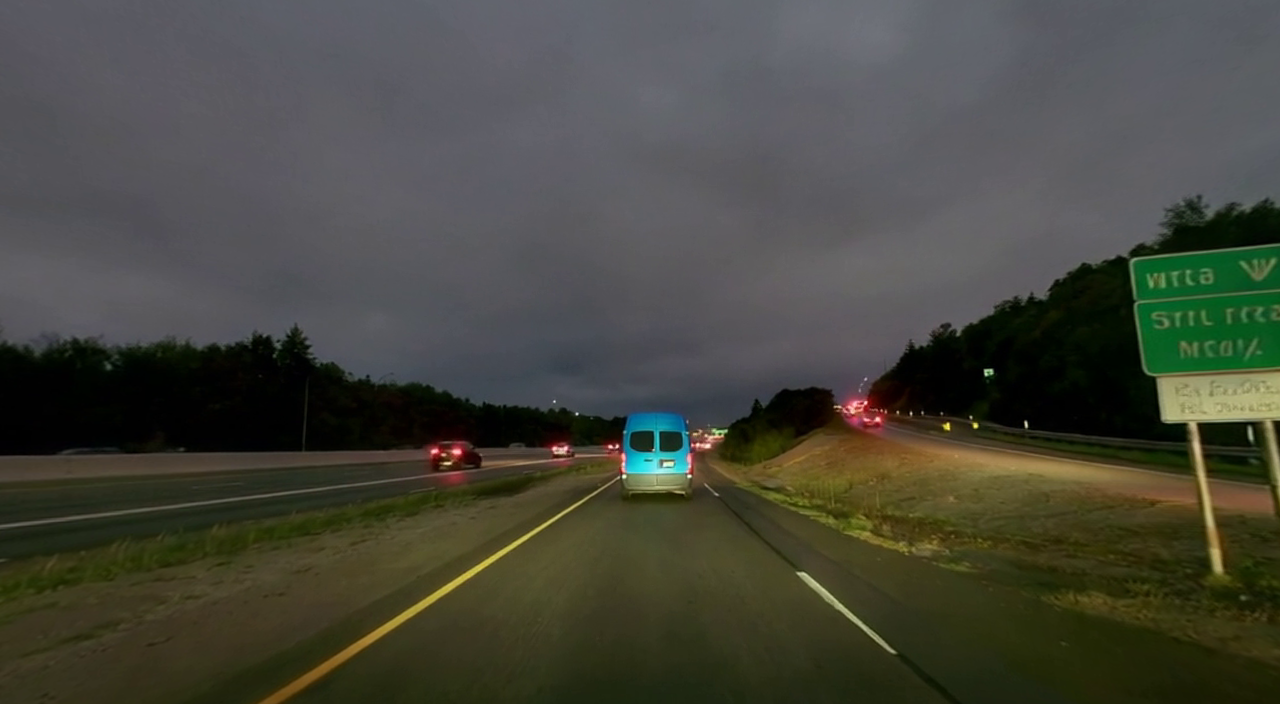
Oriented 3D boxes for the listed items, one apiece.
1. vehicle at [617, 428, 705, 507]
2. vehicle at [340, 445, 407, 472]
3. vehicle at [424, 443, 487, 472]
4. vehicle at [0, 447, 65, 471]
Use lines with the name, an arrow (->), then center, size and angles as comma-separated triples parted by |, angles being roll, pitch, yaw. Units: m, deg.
vehicle -> 0.504, 3.048, 17.107 | 2.043, 1.821, 4.558 | 0, -8, 0
vehicle -> -16.047, 6.423, 38.243 | 1.933, 1.485, 4.454 | -1, -8, 4
vehicle -> -11.547, 6.584, 39.871 | 2.050, 1.676, 5.319 | -1, -8, 4
vehicle -> -41.252, 7.095, 41.868 | 1.803, 1.464, 4.455 | -1, -8, 3
